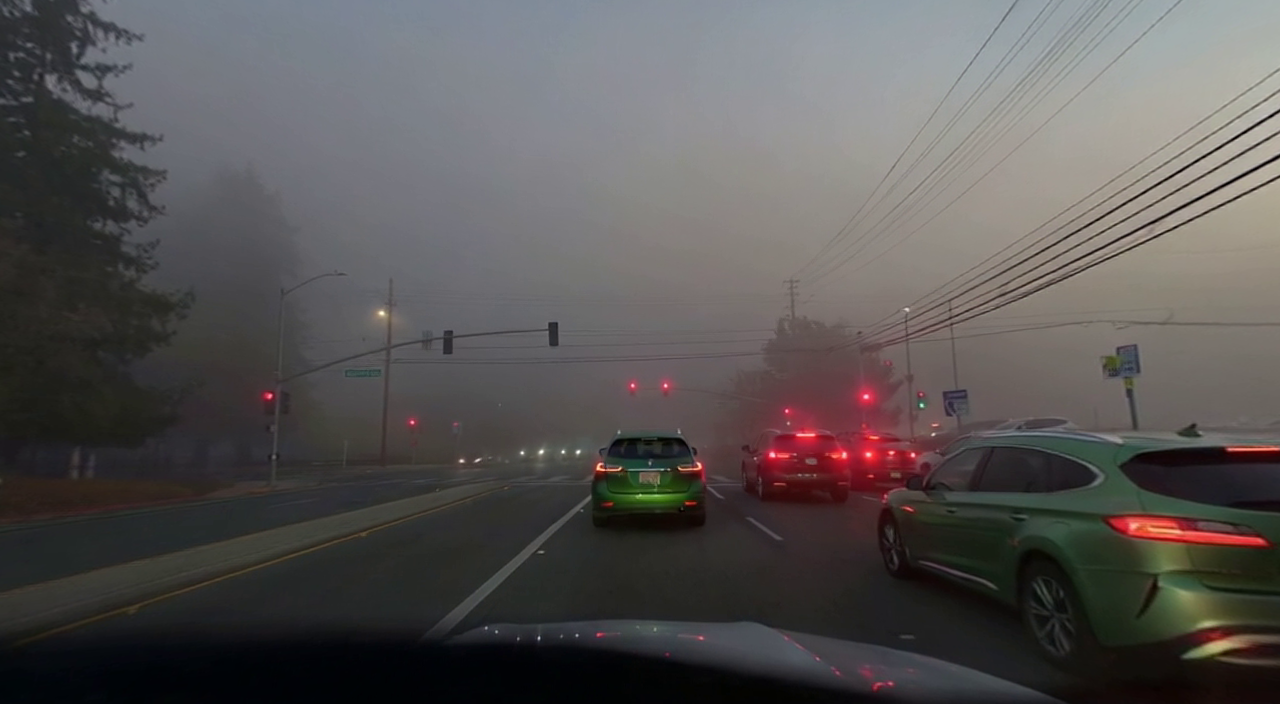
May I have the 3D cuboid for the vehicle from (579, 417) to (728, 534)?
[{"bbox_3d":[0.189,2.084,11.177,2.149,1.668,3.962,0,-9,0],"label":"vehicle"}]

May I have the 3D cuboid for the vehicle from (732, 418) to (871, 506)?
[{"bbox_3d":[3.699,2.633,15.506,2.060,1.789,4.712,0,-9,-1],"label":"vehicle"}]

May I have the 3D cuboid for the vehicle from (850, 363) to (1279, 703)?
[{"bbox_3d":[3.324,1.165,4.801,1.998,1.620,4.267,0,-9,1],"label":"vehicle"}]
